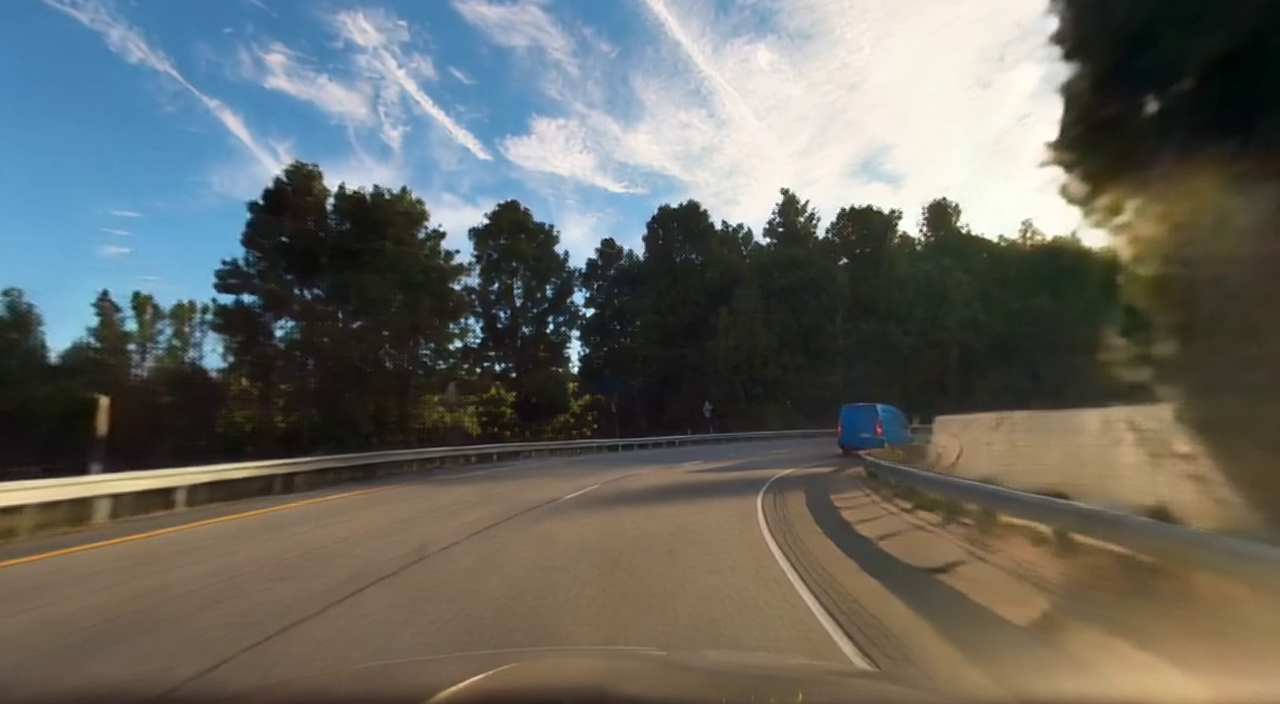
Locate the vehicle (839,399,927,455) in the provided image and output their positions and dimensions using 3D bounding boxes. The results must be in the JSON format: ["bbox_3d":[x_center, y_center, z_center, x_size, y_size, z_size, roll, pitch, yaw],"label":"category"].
[{"bbox_3d":[12.337,3.808,31.840,2.352,2.577,5.330,-6,-10,41],"label":"vehicle"}]
